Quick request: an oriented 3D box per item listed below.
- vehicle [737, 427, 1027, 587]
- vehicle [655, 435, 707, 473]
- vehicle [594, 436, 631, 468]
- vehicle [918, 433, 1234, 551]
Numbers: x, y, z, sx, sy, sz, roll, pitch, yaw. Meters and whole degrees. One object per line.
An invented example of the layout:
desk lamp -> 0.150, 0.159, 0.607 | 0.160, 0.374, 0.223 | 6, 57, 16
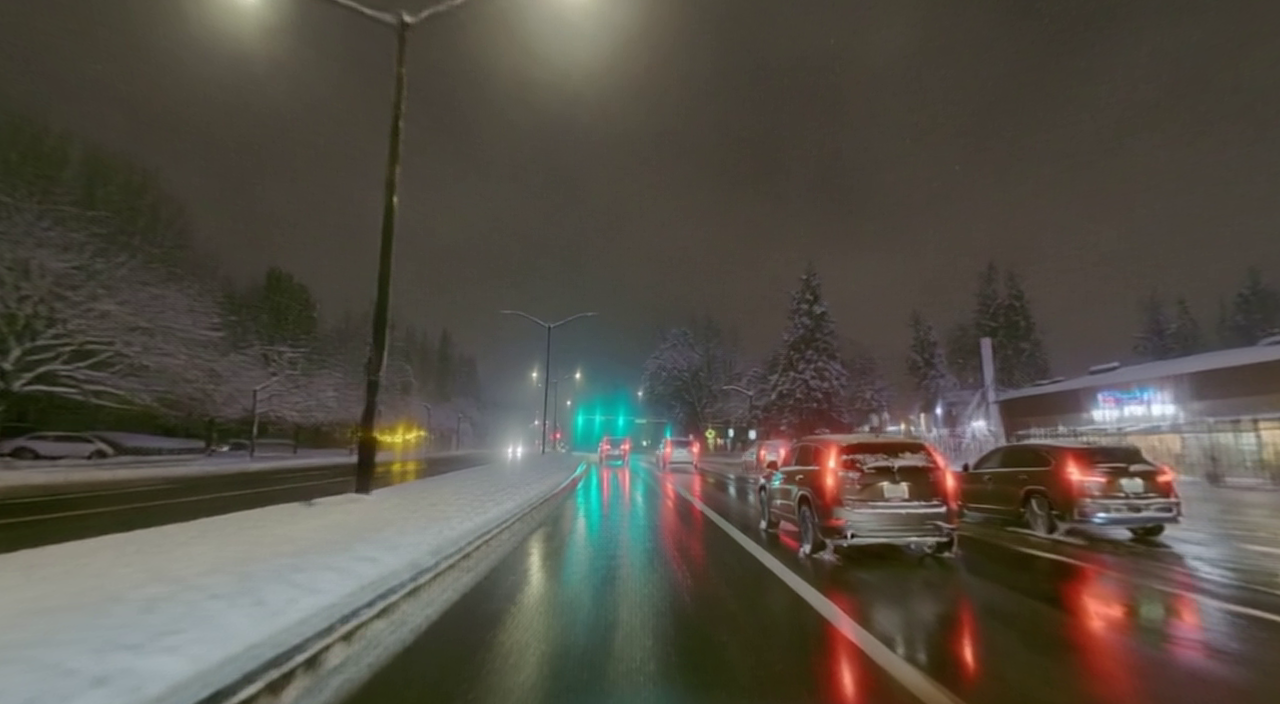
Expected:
vehicle -> 2.580, 1.749, 8.011 | 1.883, 1.452, 4.258 | 0, -8, -2
vehicle -> 1.993, 5.117, 31.809 | 2.000, 1.745, 4.206 | 0, -8, -4
vehicle -> -1.719, 5.975, 37.853 | 2.051, 1.798, 4.168 | 0, -8, -5
vehicle -> 6.497, 2.088, 10.161 | 1.917, 1.457, 4.274 | 0, -8, -2
